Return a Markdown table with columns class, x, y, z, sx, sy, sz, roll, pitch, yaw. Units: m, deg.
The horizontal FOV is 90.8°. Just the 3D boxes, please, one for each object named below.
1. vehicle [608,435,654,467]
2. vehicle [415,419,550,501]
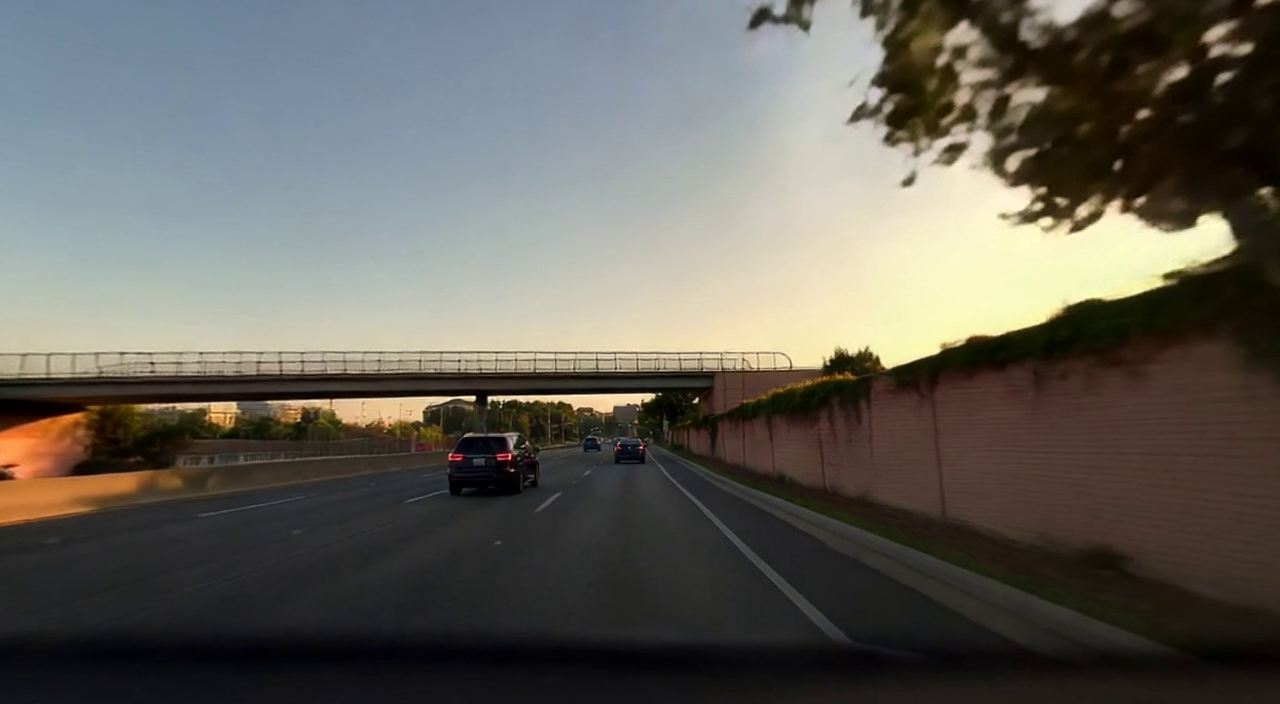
| class | x | y | z | sx | sy | sz | roll | pitch | yaw |
| --- | --- | --- | --- | --- | --- | --- | --- | --- | --- |
| vehicle | -0.460 | 5.026 | 32.235 | 2.205 | 1.509 | 4.272 | 0 | -8 | -1 |
| vehicle | -3.822 | 2.738 | 16.327 | 2.223 | 1.771 | 4.581 | -1 | -8 | 1 |
